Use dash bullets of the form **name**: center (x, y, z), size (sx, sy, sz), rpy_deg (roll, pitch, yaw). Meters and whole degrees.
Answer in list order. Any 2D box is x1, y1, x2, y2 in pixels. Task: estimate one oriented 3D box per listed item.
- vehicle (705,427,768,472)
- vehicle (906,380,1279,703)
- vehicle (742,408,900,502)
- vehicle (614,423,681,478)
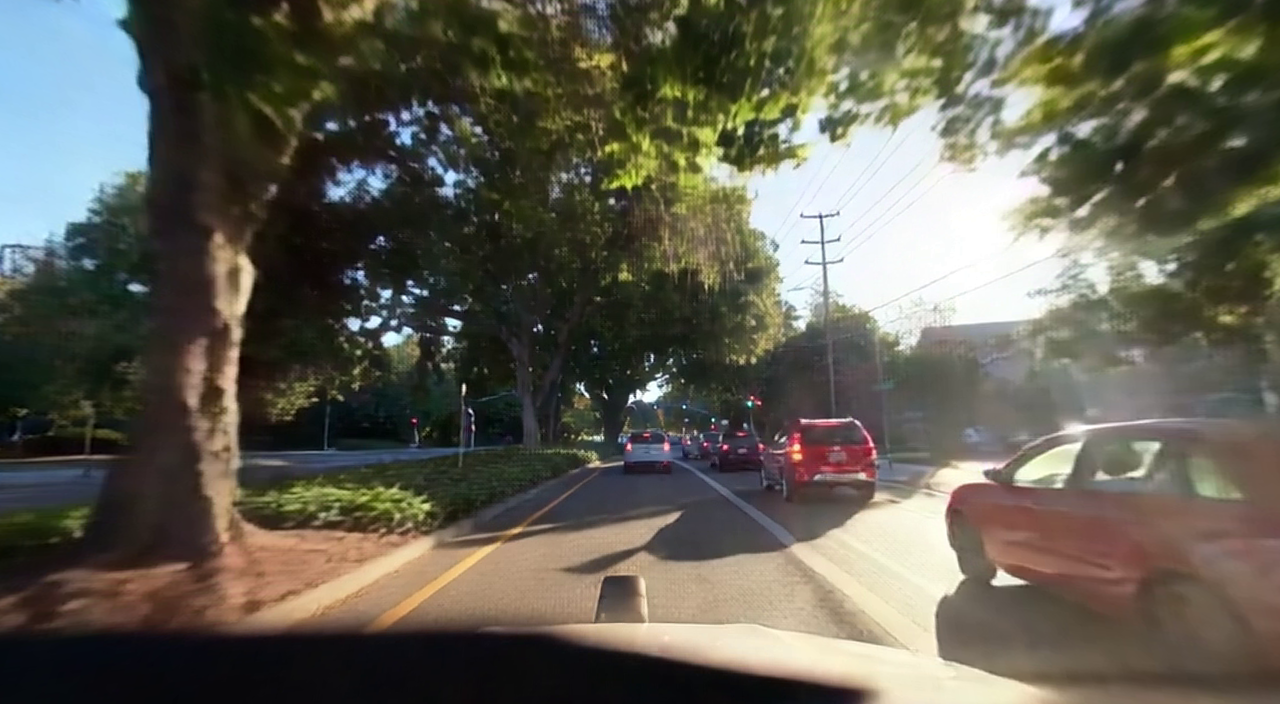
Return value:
- **vehicle**: center (3.758, 3.871, 25.307), size (1.923, 1.653, 3.703), rpy_deg (-1, -8, 0)
- **vehicle**: center (3.727, 1.097, 4.333), size (1.881, 1.512, 4.294), rpy_deg (-1, -8, -1)
- **vehicle**: center (4.025, 2.412, 15.156), size (2.254, 1.840, 4.918), rpy_deg (0, -8, -1)
- **vehicle**: center (0.237, 3.483, 22.610), size (2.163, 1.746, 4.073), rpy_deg (-1, -8, 0)
